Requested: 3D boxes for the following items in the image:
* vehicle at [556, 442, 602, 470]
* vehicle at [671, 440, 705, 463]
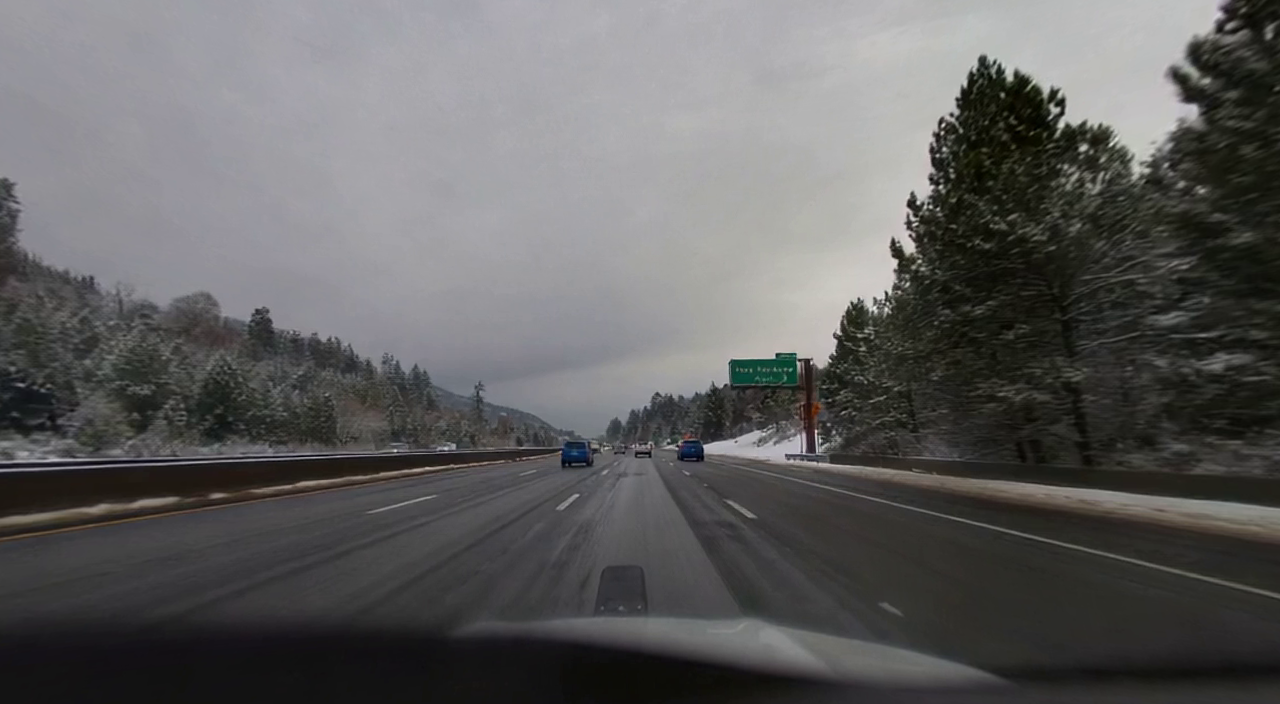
[{"bbox_3d":[-3.537,6.103,37.337,2.159,1.562,4.441,0,-8,1],"label":"vehicle"},{"bbox_3d":[3.591,7.557,48.066,2.168,1.681,4.279,0,-8,0],"label":"vehicle"}]
